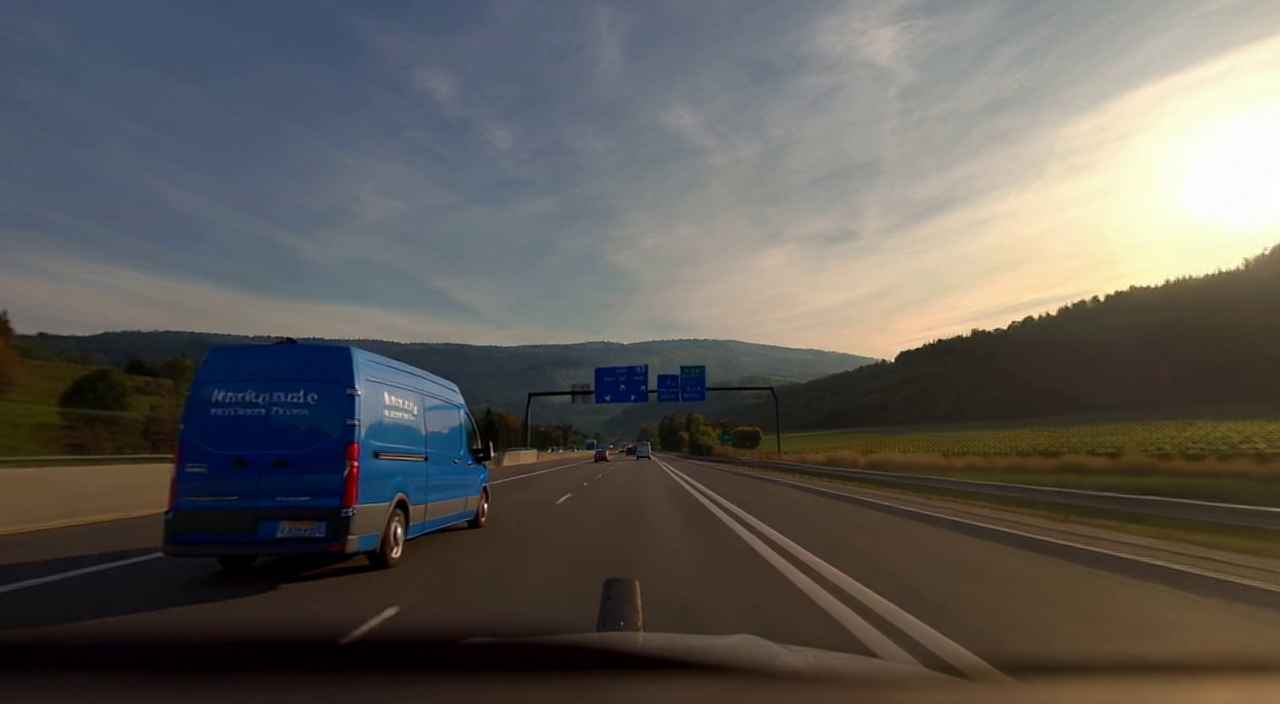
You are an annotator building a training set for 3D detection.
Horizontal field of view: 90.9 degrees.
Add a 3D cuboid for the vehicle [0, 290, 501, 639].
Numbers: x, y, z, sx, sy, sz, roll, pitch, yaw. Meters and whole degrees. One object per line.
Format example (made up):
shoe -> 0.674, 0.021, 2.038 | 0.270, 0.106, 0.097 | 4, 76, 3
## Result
vehicle -> -3.769, 1.336, 8.312 | 2.320, 2.636, 7.021 | 0, -9, -1
